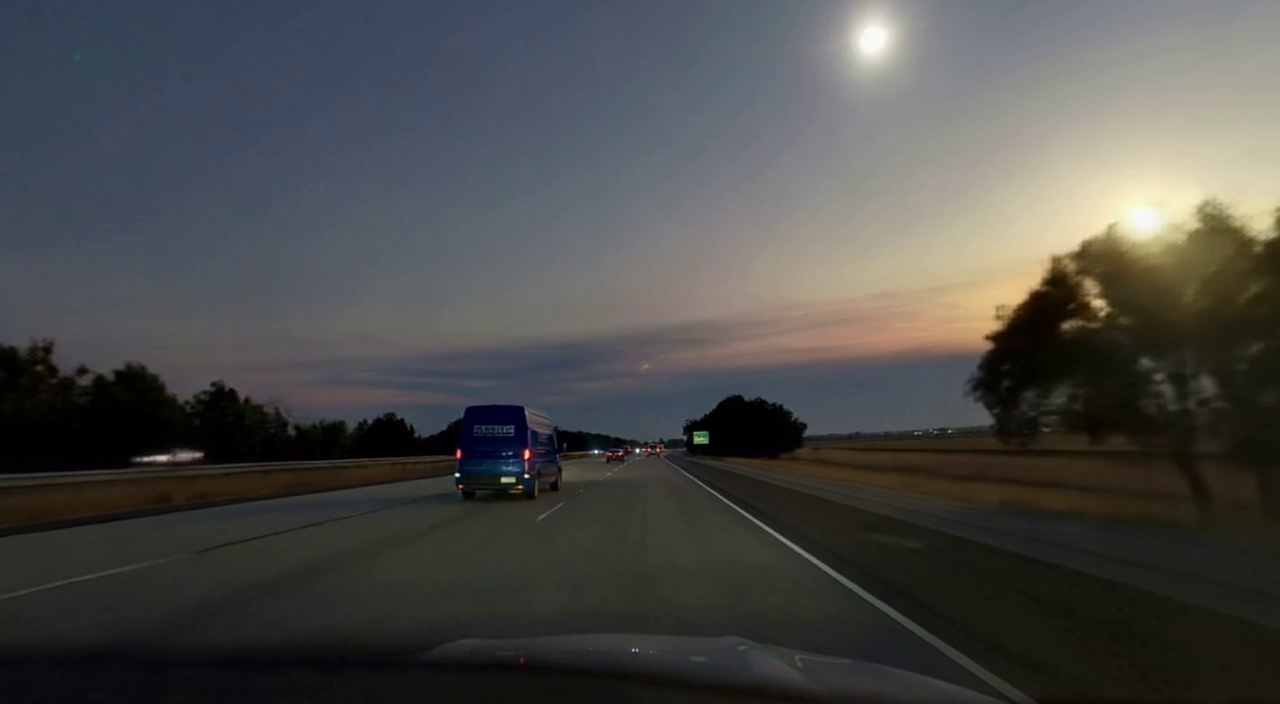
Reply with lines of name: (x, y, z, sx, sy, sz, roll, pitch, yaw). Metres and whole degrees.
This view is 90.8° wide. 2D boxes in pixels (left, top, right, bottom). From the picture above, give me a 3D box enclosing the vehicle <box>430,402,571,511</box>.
vehicle: (-3.346, 2.676, 16.503, 2.360, 2.367, 5.223, 0, -9, 1)
